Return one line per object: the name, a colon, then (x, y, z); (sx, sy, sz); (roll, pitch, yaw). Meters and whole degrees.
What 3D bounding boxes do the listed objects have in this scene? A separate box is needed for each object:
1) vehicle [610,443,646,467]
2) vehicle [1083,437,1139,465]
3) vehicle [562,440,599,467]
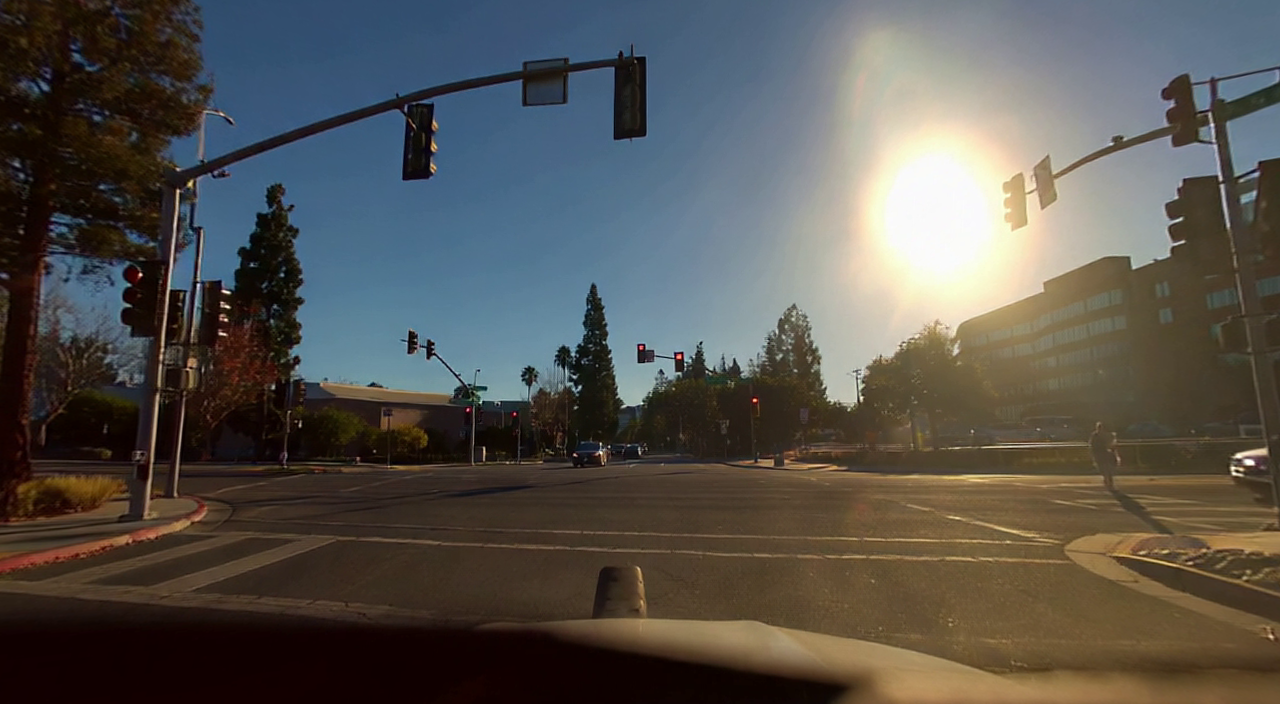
vehicle: (-0.843, 6.827, 41.990); (2.056, 1.492, 3.937); (1, -9, -6)
vehicle: (26.979, 5.658, 36.139); (2.092, 1.474, 4.046); (-8, -11, 41)
vehicle: (-4.105, 7.108, 44.318); (2.251, 1.756, 4.610); (0, -9, -2)
